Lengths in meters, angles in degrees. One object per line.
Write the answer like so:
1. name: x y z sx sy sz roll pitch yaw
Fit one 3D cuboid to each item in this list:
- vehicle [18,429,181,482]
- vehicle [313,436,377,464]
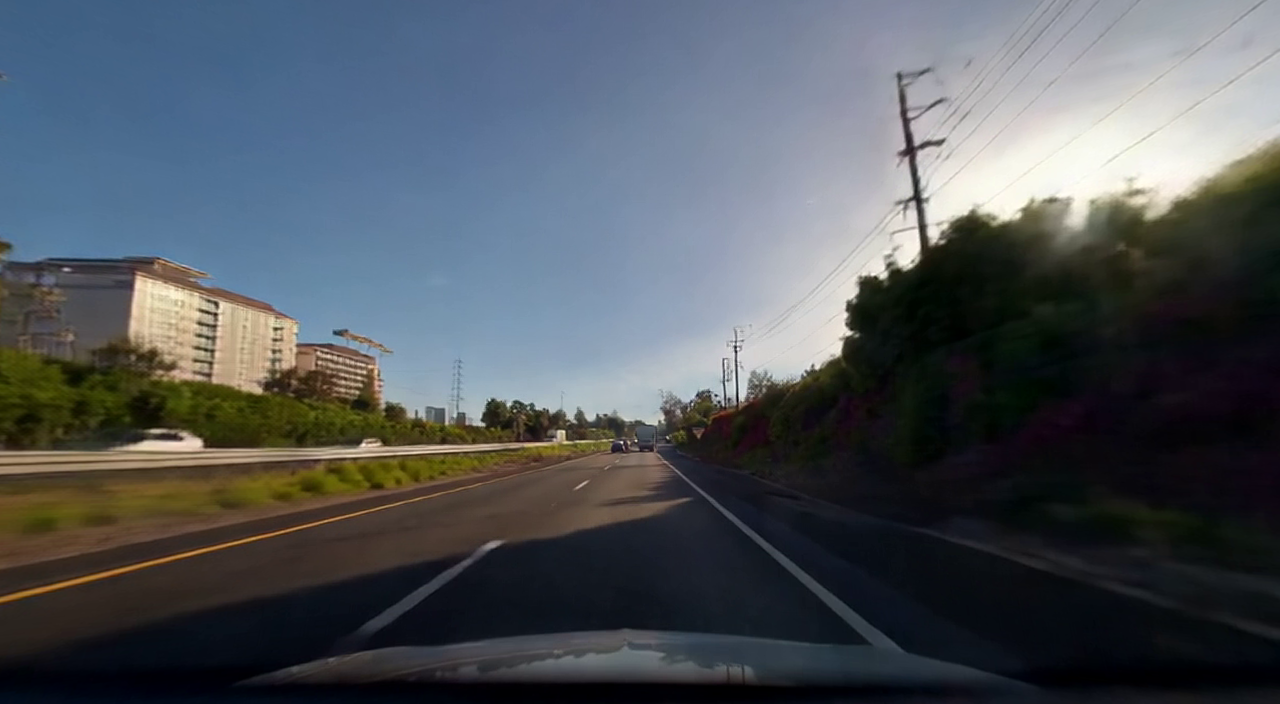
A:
1. vehicle: -20.837 4.034 24.649 2.091 1.842 4.710 0 -9 1
2. vehicle: -21.066 7.015 45.269 2.120 1.865 4.831 0 -9 1
